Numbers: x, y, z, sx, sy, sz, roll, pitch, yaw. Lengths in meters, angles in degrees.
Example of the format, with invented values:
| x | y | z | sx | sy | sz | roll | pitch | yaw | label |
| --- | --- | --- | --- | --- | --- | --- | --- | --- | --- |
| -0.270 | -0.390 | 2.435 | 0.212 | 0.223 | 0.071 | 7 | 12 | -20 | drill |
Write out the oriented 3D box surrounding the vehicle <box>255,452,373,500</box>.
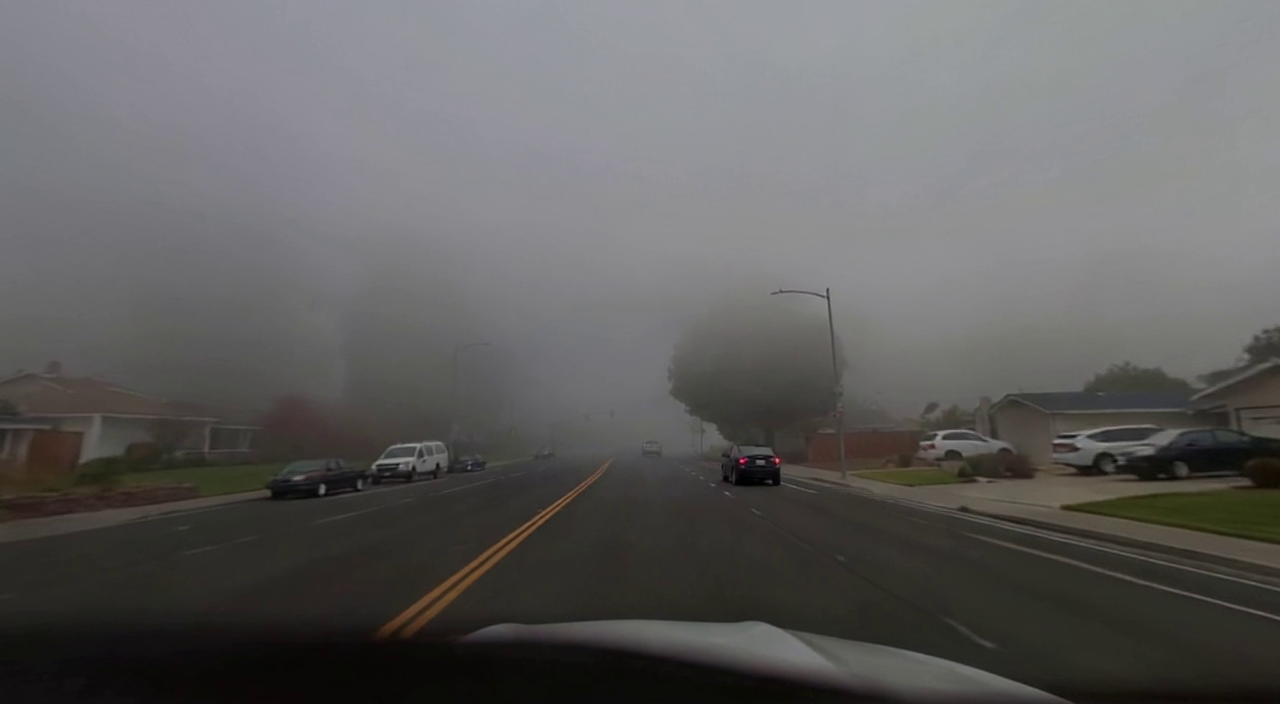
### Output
| x | y | z | sx | sy | sz | roll | pitch | yaw | label |
| --- | --- | --- | --- | --- | --- | --- | --- | --- | --- |
| -11.262 | 4.282 | 22.159 | 1.829 | 1.441 | 4.355 | 0 | -8 | -1 | vehicle |

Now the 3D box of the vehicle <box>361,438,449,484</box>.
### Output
| x | y | z | sx | sy | sz | roll | pitch | yaw | label |
| --- | --- | --- | --- | --- | --- | --- | --- | --- | --- |
| -11.397 | 5.305 | 31.113 | 2.180 | 1.953 | 5.787 | -2 | -8 | 0 | vehicle |

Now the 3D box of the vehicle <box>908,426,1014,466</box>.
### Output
| x | y | z | sx | sy | sz | roll | pitch | yaw | label |
| --- | --- | --- | --- | --- | --- | --- | --- | --- | --- |
| 14.907 | 4.406 | 29.656 | 2.129 | 1.699 | 4.906 | 0 | -8 | -3 | vehicle |

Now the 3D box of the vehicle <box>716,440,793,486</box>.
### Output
| x | y | z | sx | sy | sz | roll | pitch | yaw | label |
| --- | --- | --- | --- | --- | --- | --- | --- | --- | --- |
| 4.060 | 4.018 | 23.184 | 1.956 | 1.492 | 4.425 | 0 | -8 | -1 | vehicle |

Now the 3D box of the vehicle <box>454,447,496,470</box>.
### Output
| x | y | z | sx | sy | sz | roll | pitch | yaw | label |
| --- | --- | --- | --- | --- | --- | --- | --- | --- | --- |
| -11.502 | 7.423 | 44.147 | 1.911 | 1.524 | 4.256 | 0 | -8 | -1 | vehicle |

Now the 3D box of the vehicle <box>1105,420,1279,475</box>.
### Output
| x | y | z | sx | sy | sz | roll | pitch | yaw | label |
| --- | --- | --- | --- | --- | --- | --- | --- | --- | --- |
| 16.941 | 2.875 | 19.055 | 4.065 | 1.557 | 2.107 | 0 | -8 | 0 | vehicle |
